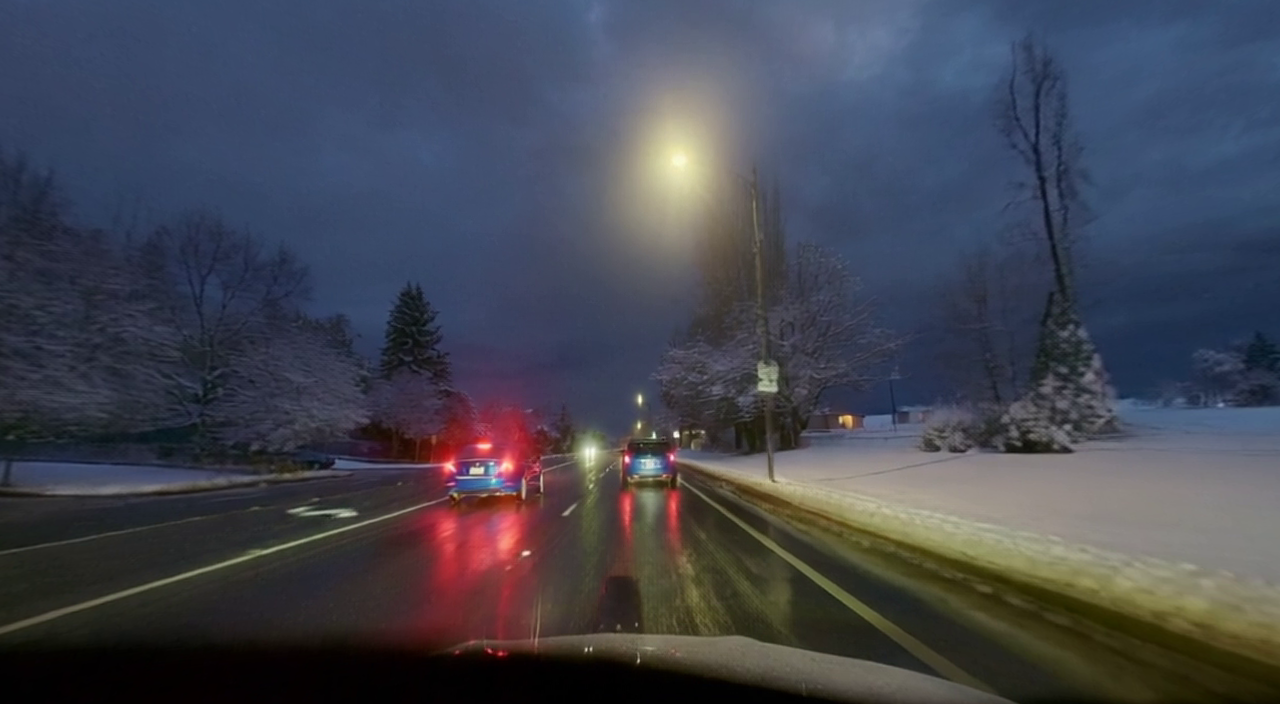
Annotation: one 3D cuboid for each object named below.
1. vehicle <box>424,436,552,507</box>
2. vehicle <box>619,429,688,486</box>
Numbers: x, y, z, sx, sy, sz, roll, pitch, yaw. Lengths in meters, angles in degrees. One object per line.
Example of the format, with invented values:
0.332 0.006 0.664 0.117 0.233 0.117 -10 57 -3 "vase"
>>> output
-3.438 2.771 15.104 2.036 1.447 4.044 0 -8 0 "vehicle"
0.370 3.712 22.532 2.215 1.799 4.426 0 -8 -2 "vehicle"
